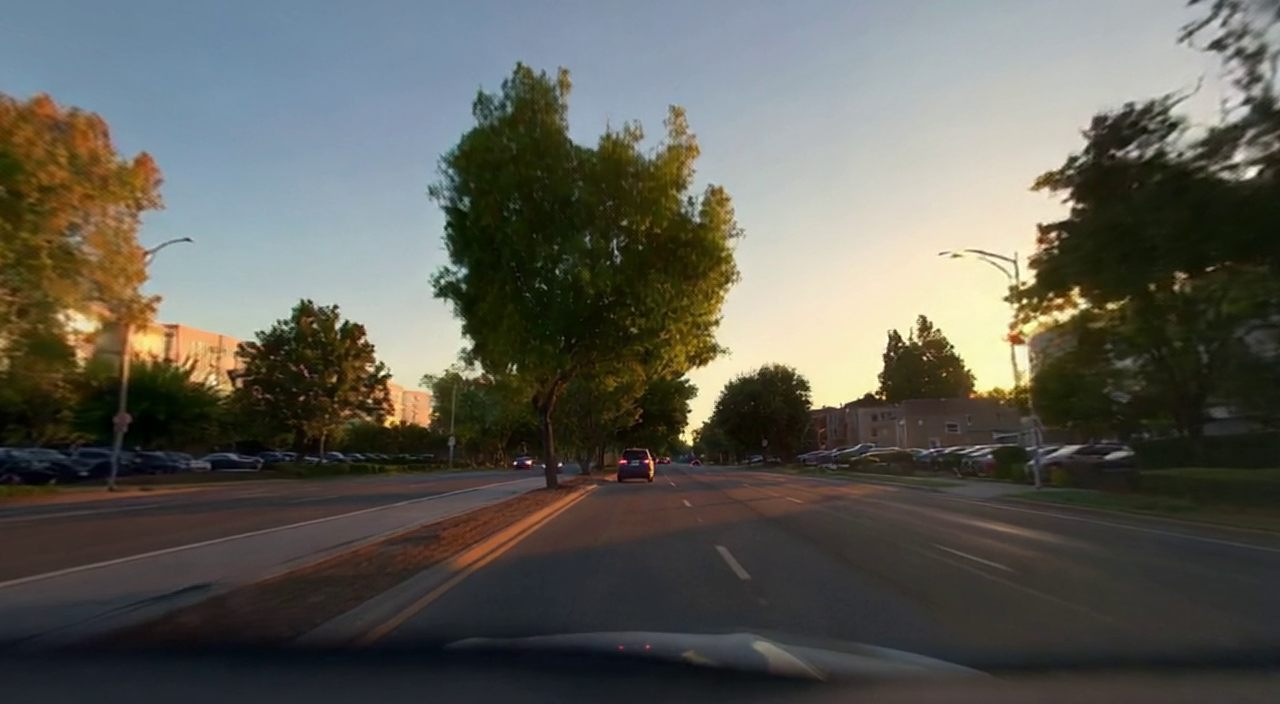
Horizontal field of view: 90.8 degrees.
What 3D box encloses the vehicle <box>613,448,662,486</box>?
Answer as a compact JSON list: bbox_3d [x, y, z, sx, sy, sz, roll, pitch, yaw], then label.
[{"bbox_3d":[-0.073,5.284,29.295,2.093,1.591,4.247,0,-9,1],"label":"vehicle"}]
